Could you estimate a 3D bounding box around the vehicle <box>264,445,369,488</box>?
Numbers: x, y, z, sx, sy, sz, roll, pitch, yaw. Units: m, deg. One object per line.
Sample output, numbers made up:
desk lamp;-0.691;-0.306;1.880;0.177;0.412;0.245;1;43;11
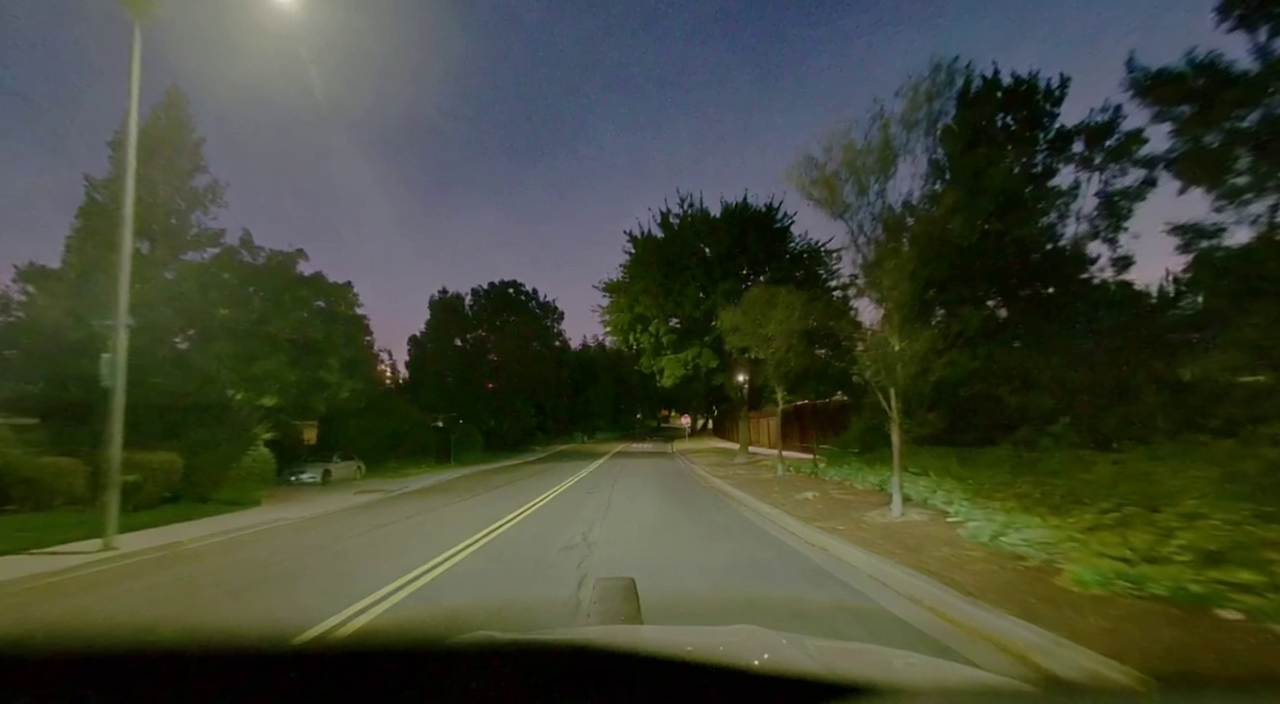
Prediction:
vehicle;-14.847;5.248;29.397;2.305;1.793;4.883;0;-8;0
